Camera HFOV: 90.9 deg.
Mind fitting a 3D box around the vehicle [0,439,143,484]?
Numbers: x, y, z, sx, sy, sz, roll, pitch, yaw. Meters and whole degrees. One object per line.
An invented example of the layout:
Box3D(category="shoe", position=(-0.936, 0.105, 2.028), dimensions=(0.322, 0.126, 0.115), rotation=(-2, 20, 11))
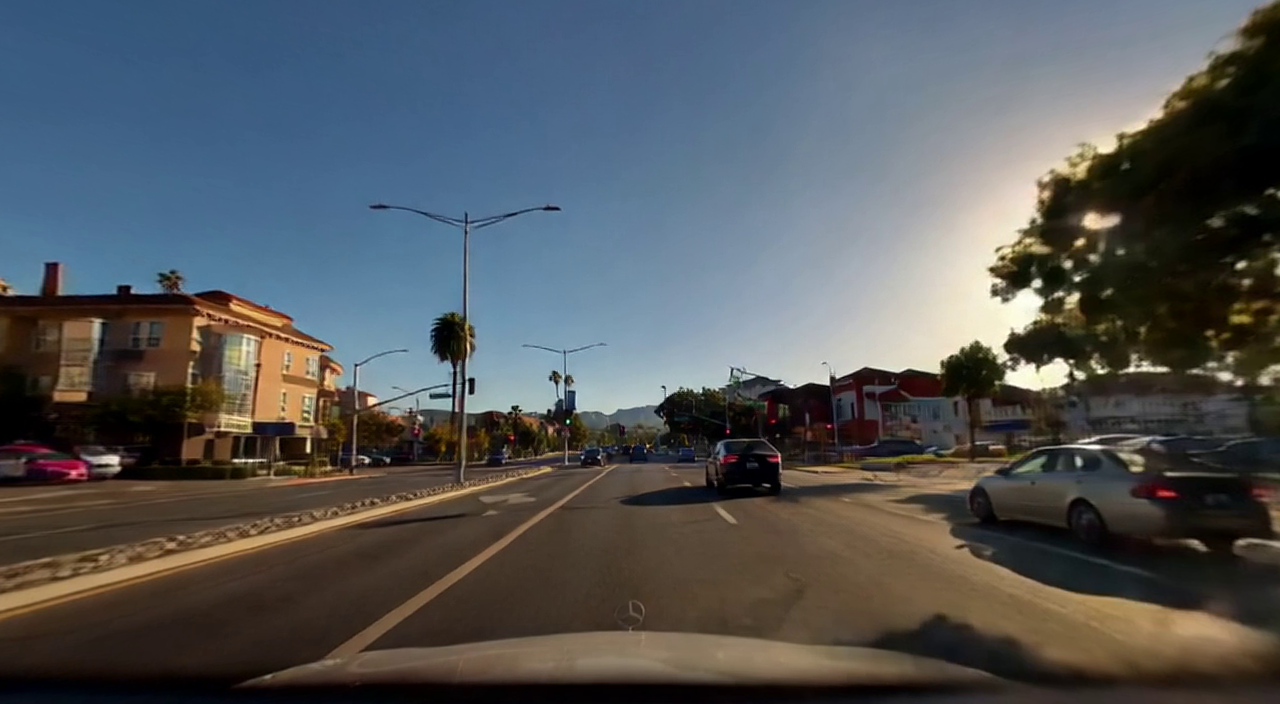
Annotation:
Box3D(category="vehicle", position=(-25.941, 4.982, 28.921), dimensions=(2.070, 1.856, 5.069), rotation=(0, -9, 0))

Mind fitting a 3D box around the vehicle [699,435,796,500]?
Box3D(category="vehicle", position=(2.944, 3.270, 18.219), dimensions=(2.009, 1.639, 4.267), rotation=(0, -9, 0))

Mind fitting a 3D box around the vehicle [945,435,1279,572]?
Box3D(category="vehicle", position=(6.556, 1.998, 9.189), dimensions=(1.890, 1.471, 4.566), rotation=(0, -9, 0))

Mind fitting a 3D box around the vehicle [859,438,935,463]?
Box3D(category="vehicle", position=(19.898, 7.655, 48.952), dimensions=(4.999, 1.833, 2.114), rotation=(0, -8, -1))

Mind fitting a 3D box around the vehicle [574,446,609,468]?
Box3D(category="vehicle", position=(-3.471, 7.559, 45.564), dimensions=(2.037, 1.472, 4.152), rotation=(0, -9, 3))
